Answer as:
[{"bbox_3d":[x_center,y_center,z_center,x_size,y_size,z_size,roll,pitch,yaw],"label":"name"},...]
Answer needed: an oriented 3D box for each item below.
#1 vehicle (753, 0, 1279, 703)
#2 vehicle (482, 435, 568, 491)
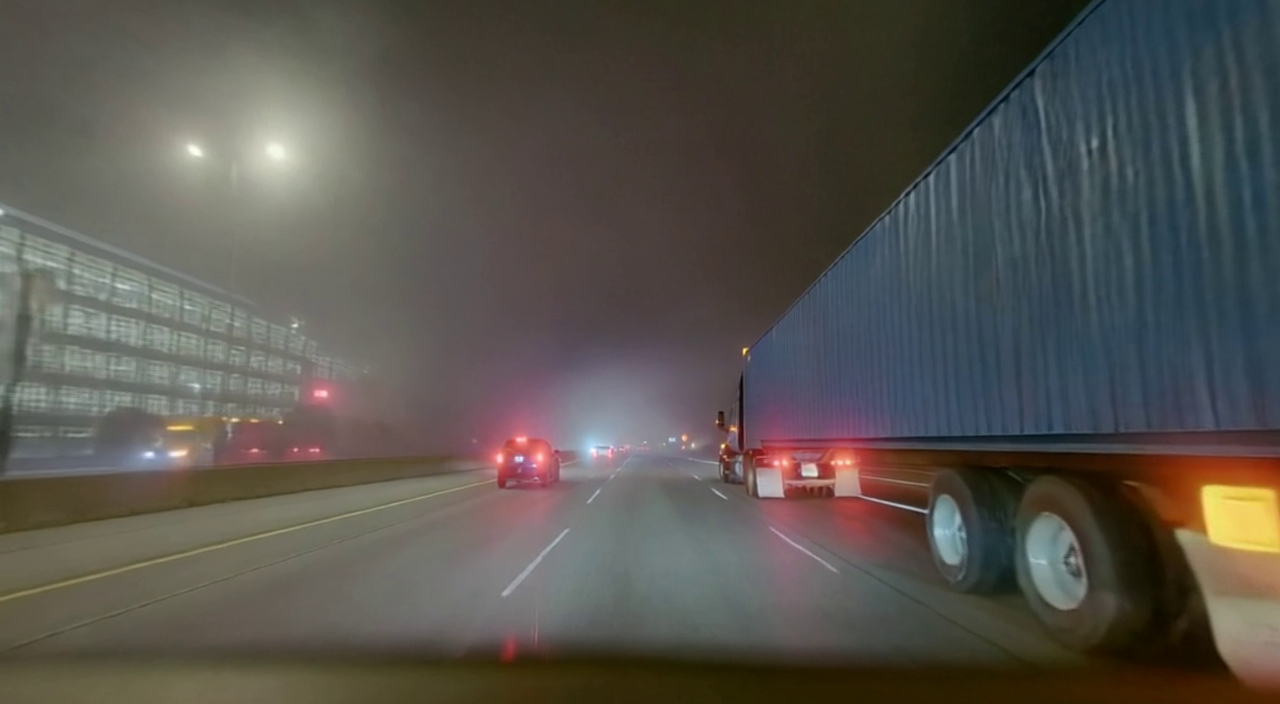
[{"bbox_3d":[4.068,0.410,8.214,2.893,3.992,13.605,0,-9,1],"label":"vehicle"},{"bbox_3d":[-3.475,3.448,19.817,1.954,1.528,4.010,0,-9,0],"label":"vehicle"}]
